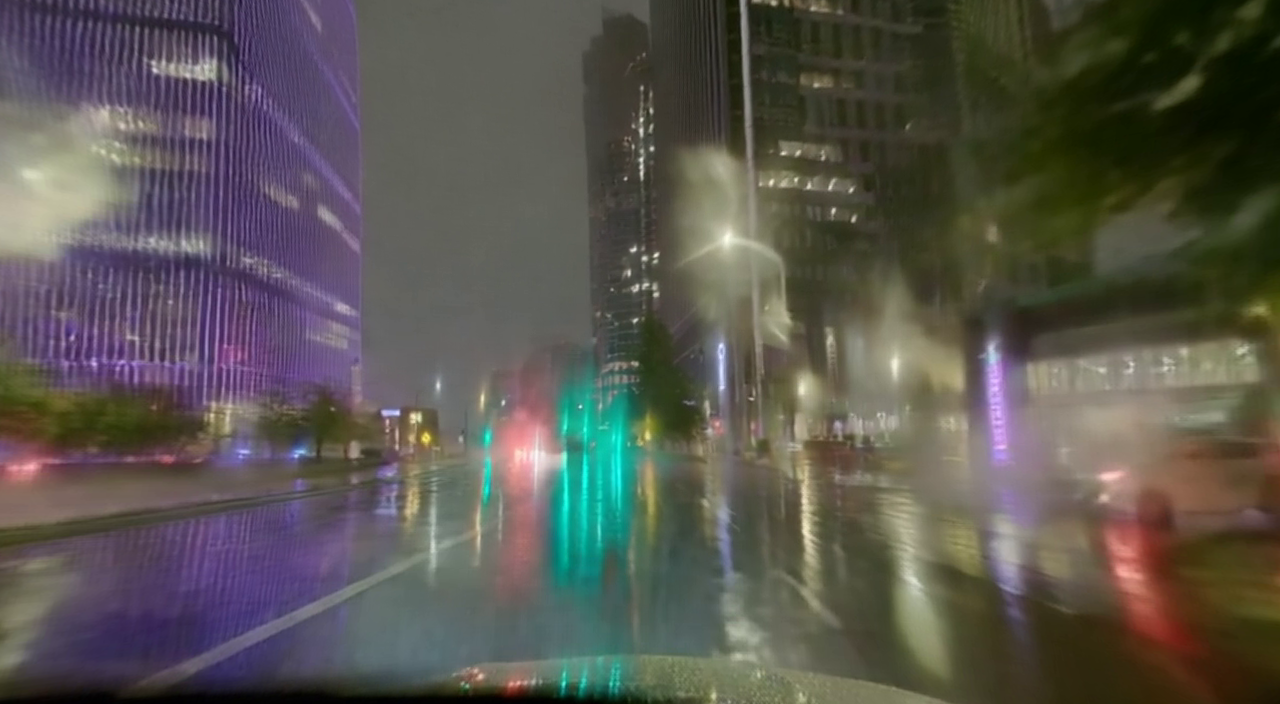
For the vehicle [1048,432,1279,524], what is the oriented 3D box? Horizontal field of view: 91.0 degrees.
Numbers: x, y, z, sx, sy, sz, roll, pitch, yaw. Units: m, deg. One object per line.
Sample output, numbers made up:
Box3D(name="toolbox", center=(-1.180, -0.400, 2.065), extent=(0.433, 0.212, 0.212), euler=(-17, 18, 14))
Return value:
Box3D(name="vehicle", center=(11.574, 2.556, 13.031), extent=(4.728, 1.696, 1.973), euler=(-1, -9, 7))
